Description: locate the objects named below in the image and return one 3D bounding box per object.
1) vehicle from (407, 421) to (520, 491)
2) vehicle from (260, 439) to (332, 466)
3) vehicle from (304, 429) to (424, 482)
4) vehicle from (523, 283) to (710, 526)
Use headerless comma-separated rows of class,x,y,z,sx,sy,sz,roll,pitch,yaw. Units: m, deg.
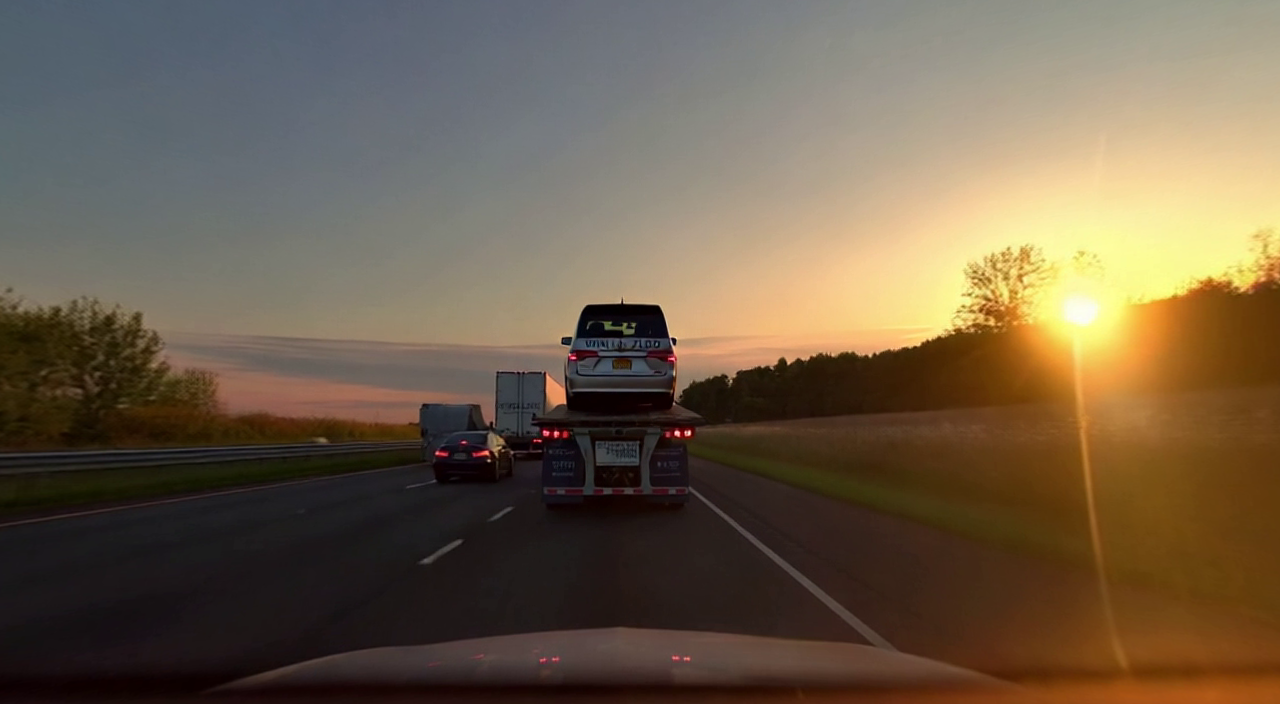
vehicle,-4.697,2.799,17.467,1.914,1.675,4.331,0,-7,0
vehicle,-20.766,6.071,38.257,1.860,1.465,4.608,0,-7,-1
vehicle,-8.931,3.361,20.938,1.897,1.524,4.790,0,-7,-1
vehicle,-0.453,1.339,14.001,2.738,3.628,9.223,0,-7,-1
